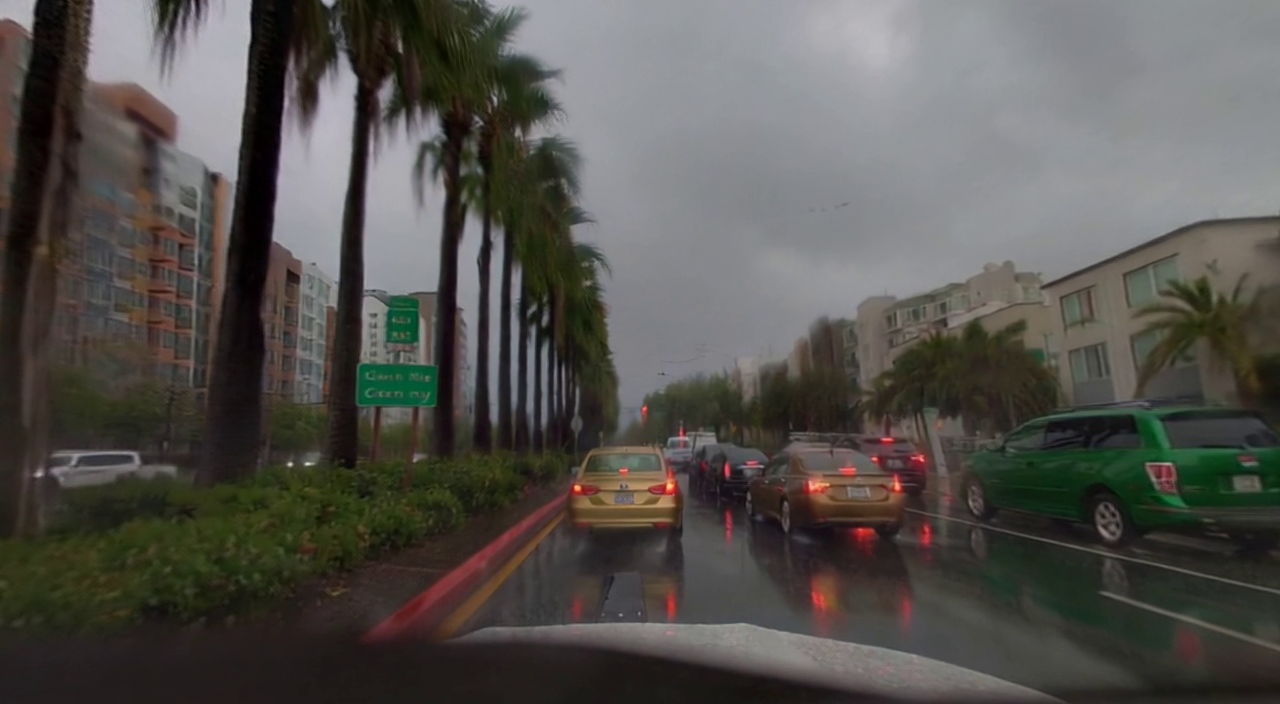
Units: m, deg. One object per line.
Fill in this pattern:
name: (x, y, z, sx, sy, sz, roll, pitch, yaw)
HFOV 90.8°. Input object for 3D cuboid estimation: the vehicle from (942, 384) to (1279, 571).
vehicle: (7.208, 1.802, 9.875, 2.254, 2.072, 5.577, 0, -8, 1)

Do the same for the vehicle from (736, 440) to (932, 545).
vehicle: (3.070, 2.311, 11.148, 1.925, 1.451, 4.436, 0, -8, -2)

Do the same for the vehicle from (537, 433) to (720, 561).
vehicle: (-0.162, 2.018, 9.518, 2.158, 1.498, 3.919, 0, -8, -1)

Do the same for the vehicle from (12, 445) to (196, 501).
vehicle: (-20.372, 4.566, 24.511, 2.306, 1.880, 5.537, 0, -8, -1)

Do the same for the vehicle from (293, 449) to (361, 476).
vehicle: (-20.736, 7.308, 42.138, 2.053, 1.631, 4.900, 0, -9, 0)

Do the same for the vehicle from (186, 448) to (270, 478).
vehicle: (-28.346, 7.595, 43.737, 2.115, 1.884, 5.481, 0, -8, -1)
